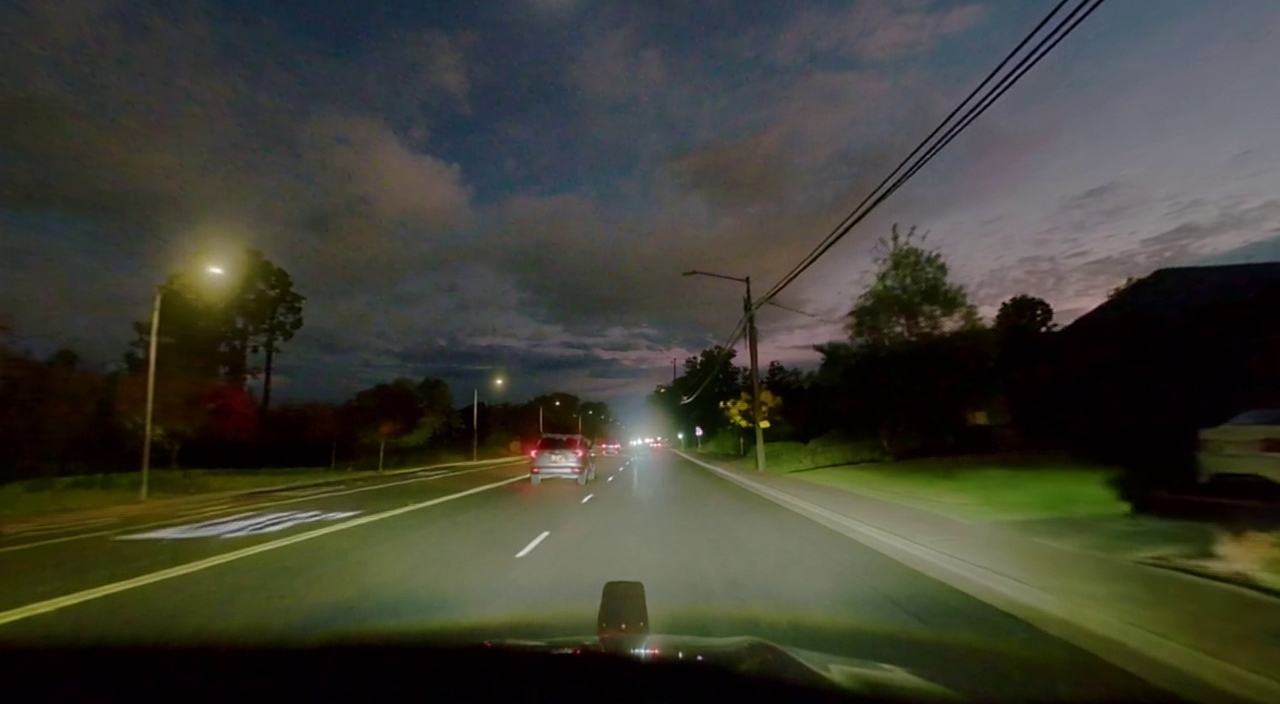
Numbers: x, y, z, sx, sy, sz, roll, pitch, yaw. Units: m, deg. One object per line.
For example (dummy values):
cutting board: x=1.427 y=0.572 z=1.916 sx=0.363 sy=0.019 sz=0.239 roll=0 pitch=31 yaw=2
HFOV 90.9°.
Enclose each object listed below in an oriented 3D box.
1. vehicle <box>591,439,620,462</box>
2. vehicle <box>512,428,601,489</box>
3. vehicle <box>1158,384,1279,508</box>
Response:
vehicle: x=-2.354 y=6.840 z=43.853 sx=1.802 sy=1.528 sz=3.490 roll=0 pitch=-8 yaw=1
vehicle: x=-2.614 y=3.461 z=20.818 sx=2.190 sy=1.766 sz=4.394 roll=0 pitch=-8 yaw=2
vehicle: x=9.953 y=1.264 z=8.494 sx=4.233 sy=1.501 sz=1.927 roll=0 pitch=-8 yaw=-2
